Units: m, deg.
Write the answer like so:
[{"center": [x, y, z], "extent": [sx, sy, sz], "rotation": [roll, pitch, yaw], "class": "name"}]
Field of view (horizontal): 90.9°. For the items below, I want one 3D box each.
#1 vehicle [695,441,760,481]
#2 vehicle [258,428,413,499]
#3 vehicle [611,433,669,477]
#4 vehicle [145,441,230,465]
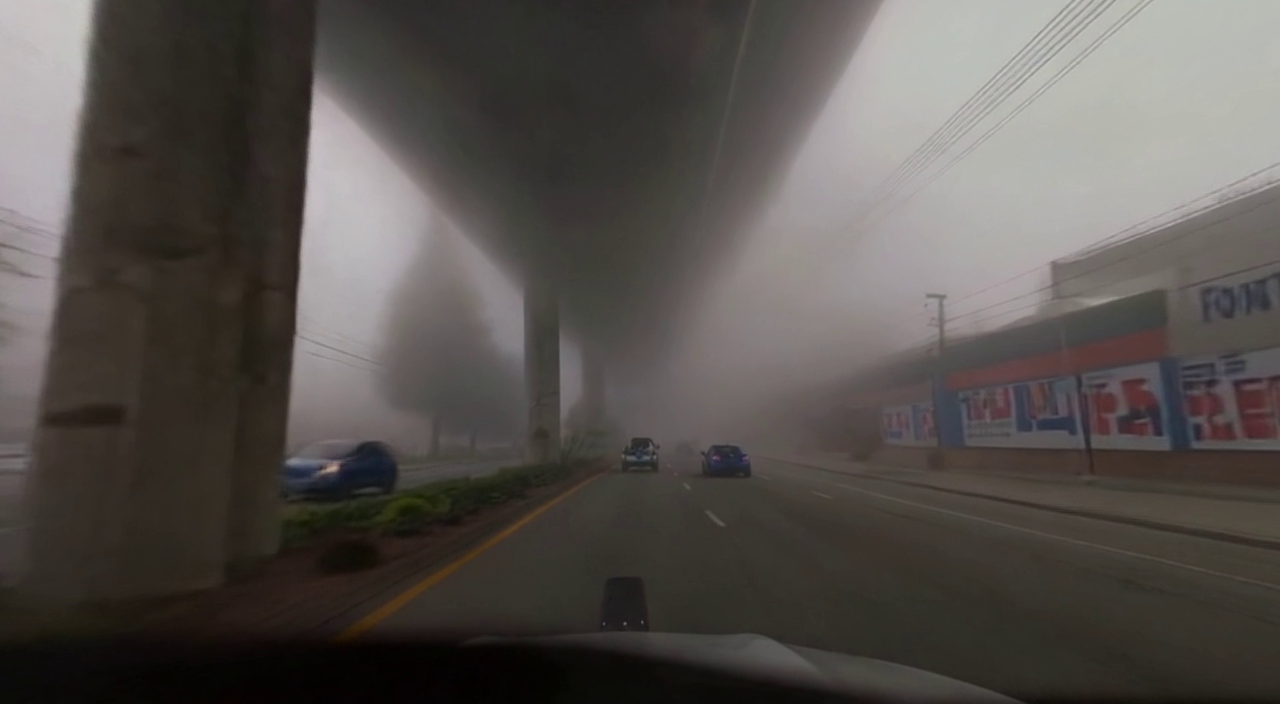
[{"center": [3.462, 4.394, 25.764], "extent": [1.954, 1.479, 4.557], "rotation": [0, -8, 0], "class": "vehicle"}, {"center": [-8.670, 3.198, 18.546], "extent": [2.137, 1.811, 4.549], "rotation": [0, -8, 2], "class": "vehicle"}, {"center": [0.064, 4.661, 28.829], "extent": [2.441, 1.813, 4.581], "rotation": [0, -8, 1], "class": "vehicle"}, {"center": [-33.543, 7.514, 46.873], "extent": [4.540, 1.717, 2.066], "rotation": [2, -9, -13], "class": "vehicle"}]
